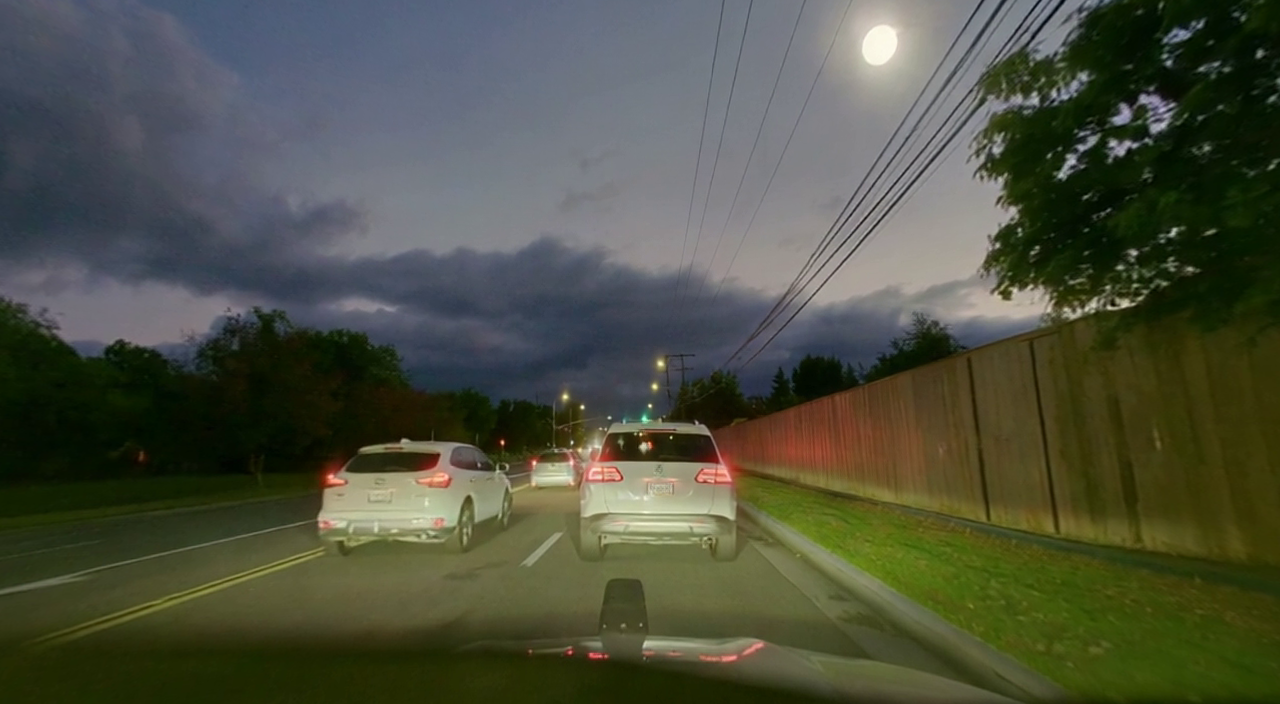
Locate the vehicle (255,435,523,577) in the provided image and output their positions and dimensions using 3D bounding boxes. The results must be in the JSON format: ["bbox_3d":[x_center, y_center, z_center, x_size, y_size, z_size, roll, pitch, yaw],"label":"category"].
[{"bbox_3d":[-3.044,1.937,8.742,1.979,1.489,4.006,0,-8,1],"label":"vehicle"}]

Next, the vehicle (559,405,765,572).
[{"bbox_3d":[0.227,1.755,8.793,2.174,1.749,4.113,0,-9,0],"label":"vehicle"}]
